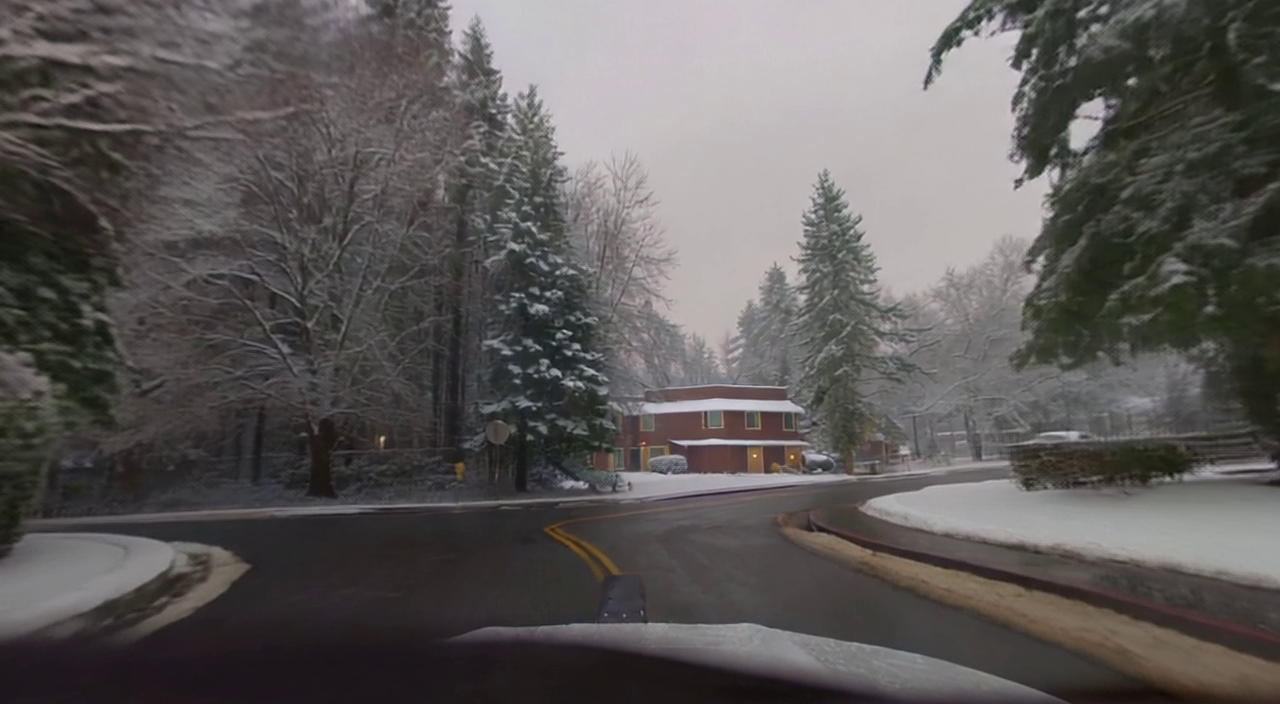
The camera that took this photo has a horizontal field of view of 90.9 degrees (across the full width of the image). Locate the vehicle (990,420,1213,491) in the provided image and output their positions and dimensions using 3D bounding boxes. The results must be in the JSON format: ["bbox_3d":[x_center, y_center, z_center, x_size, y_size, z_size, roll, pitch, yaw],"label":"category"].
[{"bbox_3d":[13.091,2.991,18.376,2.023,1.756,4.799,3,-9,-20],"label":"vehicle"}]

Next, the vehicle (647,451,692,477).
[{"bbox_3d":[1.837,7.226,40.683,1.802,1.548,3.501,3,-11,-17],"label":"vehicle"}]
